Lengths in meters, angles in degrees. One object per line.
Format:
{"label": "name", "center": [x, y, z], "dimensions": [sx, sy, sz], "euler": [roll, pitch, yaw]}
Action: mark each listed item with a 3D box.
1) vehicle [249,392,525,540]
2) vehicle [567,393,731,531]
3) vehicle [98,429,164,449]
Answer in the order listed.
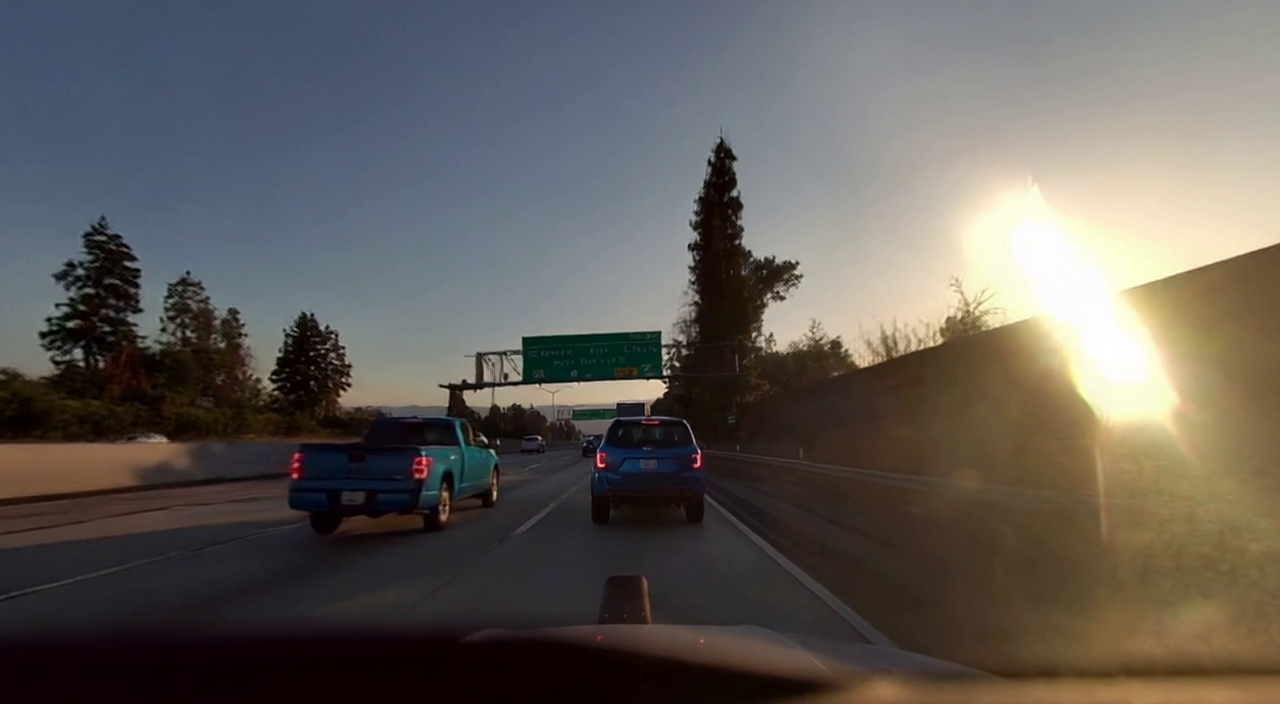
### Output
{"label": "vehicle", "center": [-3.898, 1.930, 11.255], "dimensions": [2.486, 1.962, 5.525], "euler": [0, -8, 2]}
{"label": "vehicle", "center": [0.131, 1.967, 11.736], "dimensions": [2.395, 2.013, 4.734], "euler": [0, -8, 0]}
{"label": "vehicle", "center": [-38.081, 6.565, 47.260], "dimensions": [1.842, 1.418, 3.569], "euler": [0, -8, 2]}
